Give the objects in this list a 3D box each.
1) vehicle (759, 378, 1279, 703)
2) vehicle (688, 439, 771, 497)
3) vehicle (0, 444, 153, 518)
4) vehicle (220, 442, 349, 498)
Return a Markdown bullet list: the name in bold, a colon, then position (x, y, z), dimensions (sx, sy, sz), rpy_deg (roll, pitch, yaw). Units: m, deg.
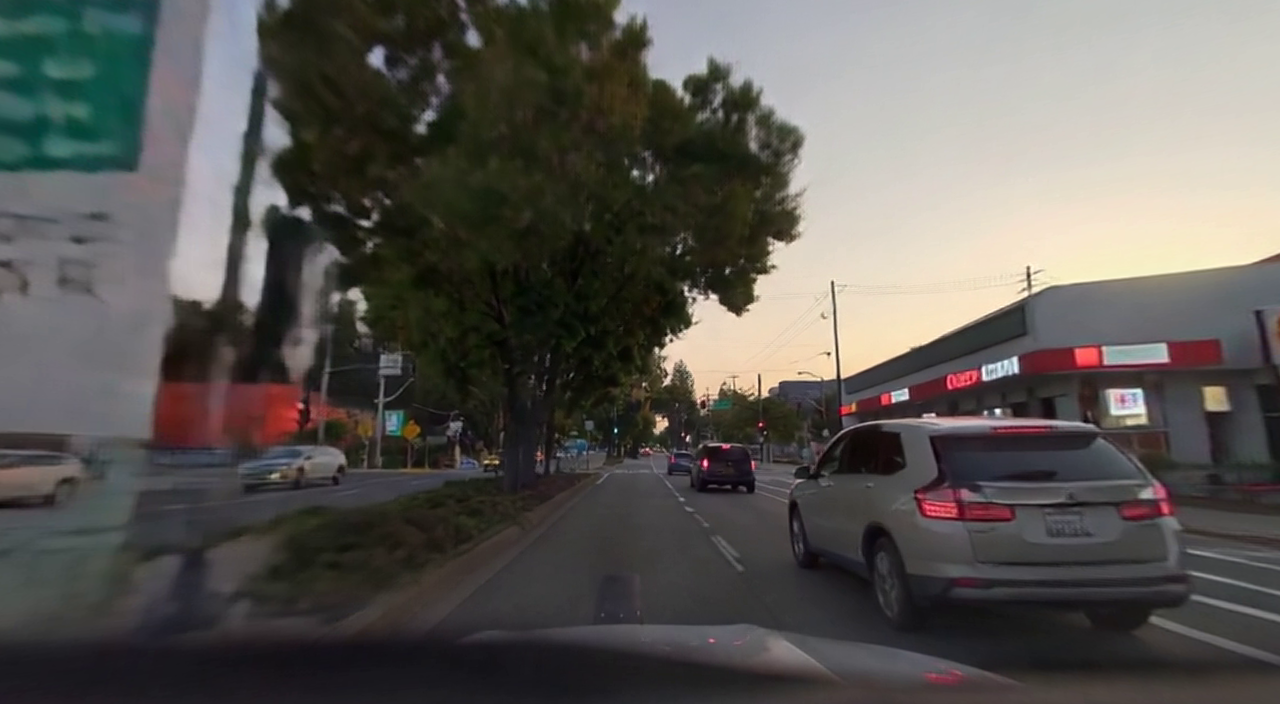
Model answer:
- **vehicle**: position (2.643, 1.370, 5.700), dimensions (2.183, 1.720, 4.842), rpy_deg (0, -9, 0)
- **vehicle**: position (2.759, 3.710, 20.460), dimensions (1.999, 1.679, 4.217), rpy_deg (0, -9, -1)
- **vehicle**: position (-17.727, 3.732, 18.749), dimensions (2.263, 1.887, 5.170), rpy_deg (0, -9, 0)
- **vehicle**: position (-13.498, 4.462, 24.320), dimensions (2.097, 1.912, 4.828), rpy_deg (0, -9, 0)
